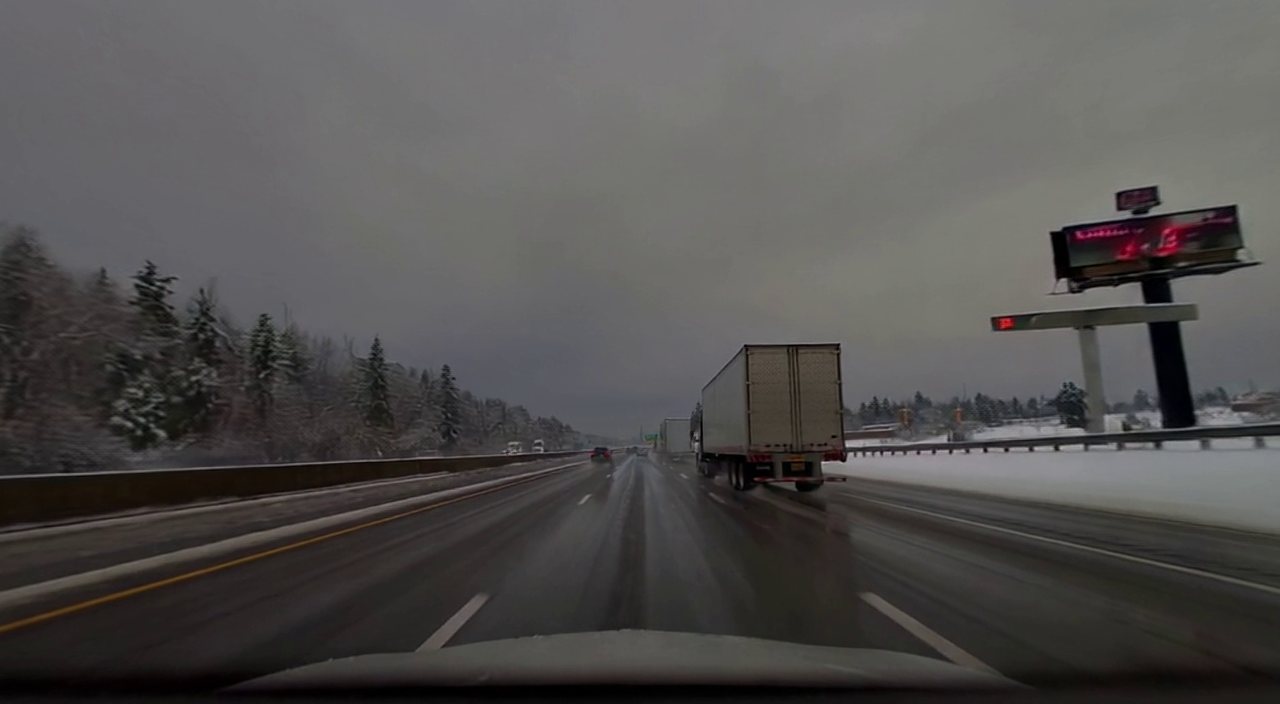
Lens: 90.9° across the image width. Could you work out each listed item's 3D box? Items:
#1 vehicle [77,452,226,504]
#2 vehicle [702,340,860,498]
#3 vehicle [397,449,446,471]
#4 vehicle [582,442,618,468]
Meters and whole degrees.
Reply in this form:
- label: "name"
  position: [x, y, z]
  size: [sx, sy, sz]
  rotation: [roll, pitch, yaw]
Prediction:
- label: "vehicle"
  position: [-14.964, 3.836, 19.589]
  size: [1.662, 1.445, 3.601]
  rotation: [0, -9, 1]
- label: "vehicle"
  position: [4.489, 2.865, 24.149]
  size: [2.826, 4.269, 14.176]
  rotation: [0, -9, 0]
- label: "vehicle"
  position: [-15.928, 7.869, 46.122]
  size: [2.007, 1.478, 4.208]
  rotation: [0, -9, 1]
- label: "vehicle"
  position: [-2.887, 7.634, 46.805]
  size: [2.291, 1.788, 4.825]
  rotation: [0, -9, 1]
